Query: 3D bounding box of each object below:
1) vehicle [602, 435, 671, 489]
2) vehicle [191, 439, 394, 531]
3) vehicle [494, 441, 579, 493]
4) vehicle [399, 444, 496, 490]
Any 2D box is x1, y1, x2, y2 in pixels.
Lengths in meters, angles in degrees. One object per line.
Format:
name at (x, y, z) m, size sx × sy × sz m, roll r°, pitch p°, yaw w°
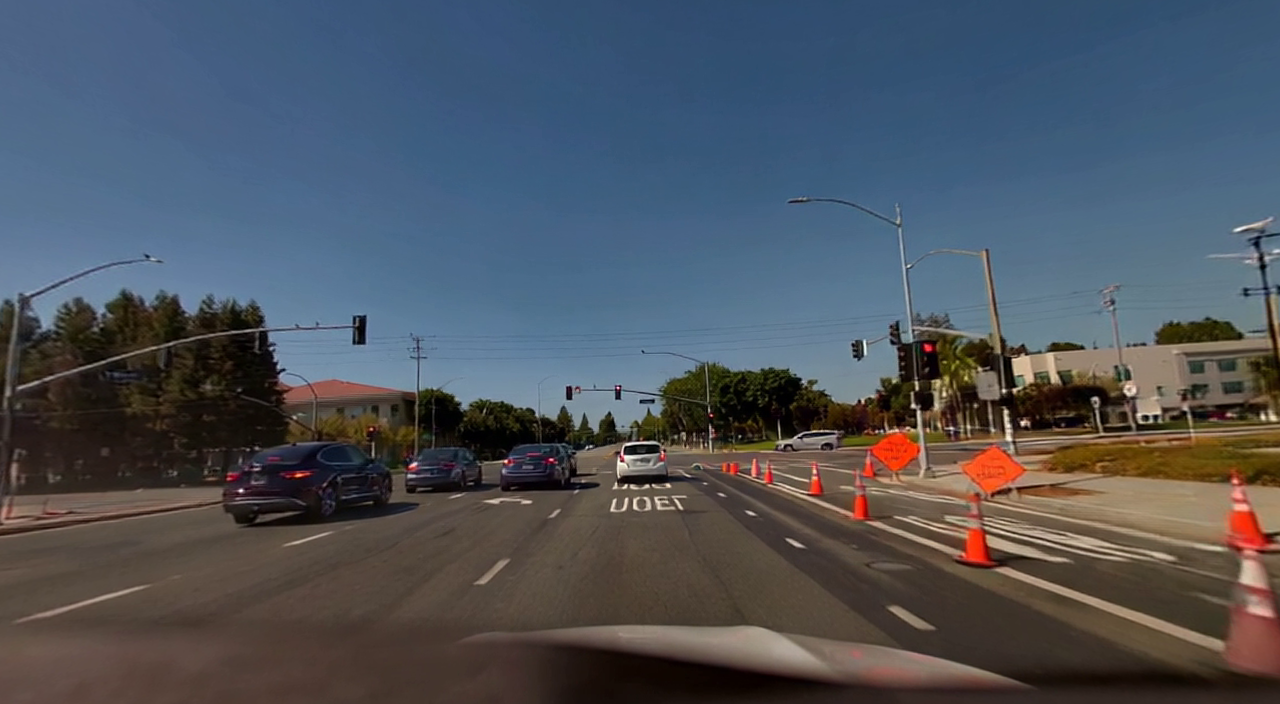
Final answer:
vehicle at (-0.096, 3.482, 20.349) m, size 1.985 × 1.521 × 3.968 m, roll 0°, pitch -8°, yaw 0°
vehicle at (-6.869, 2.624, 13.095) m, size 1.869 × 1.570 × 4.064 m, roll 0°, pitch -8°, yaw 0°
vehicle at (-3.140, 3.572, 20.007) m, size 1.946 × 1.437 × 4.154 m, roll 0°, pitch -8°, yaw 1°
vehicle at (-6.727, 4.043, 22.589) m, size 2.074 × 1.447 × 4.224 m, roll 0°, pitch -8°, yaw 1°
